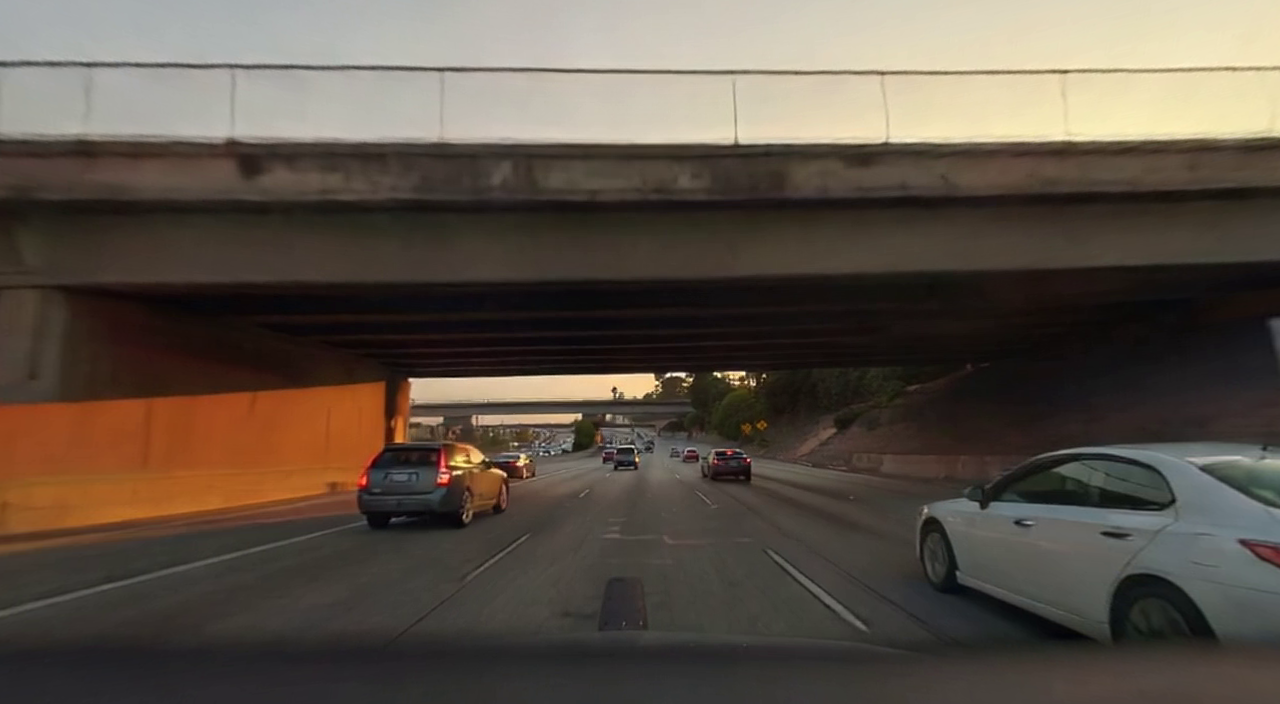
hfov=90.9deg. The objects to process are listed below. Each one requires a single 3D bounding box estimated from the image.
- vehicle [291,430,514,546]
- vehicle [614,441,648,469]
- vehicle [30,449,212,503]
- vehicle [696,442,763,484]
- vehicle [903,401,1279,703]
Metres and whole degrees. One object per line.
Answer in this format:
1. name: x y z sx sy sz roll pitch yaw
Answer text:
1. vehicle: -3.705 2.190 10.882 2.136 1.571 4.285 0 -8 1
2. vehicle: -0.635 6.932 42.523 2.183 1.764 4.134 0 -8 -1
3. vehicle: -19.682 4.679 24.432 2.117 1.790 5.755 0 -8 1
4. vehicle: 3.268 4.137 23.801 1.854 1.438 3.954 0 -8 -1
5. vehicle: 3.637 1.195 4.190 1.912 1.509 4.291 0 -8 0
